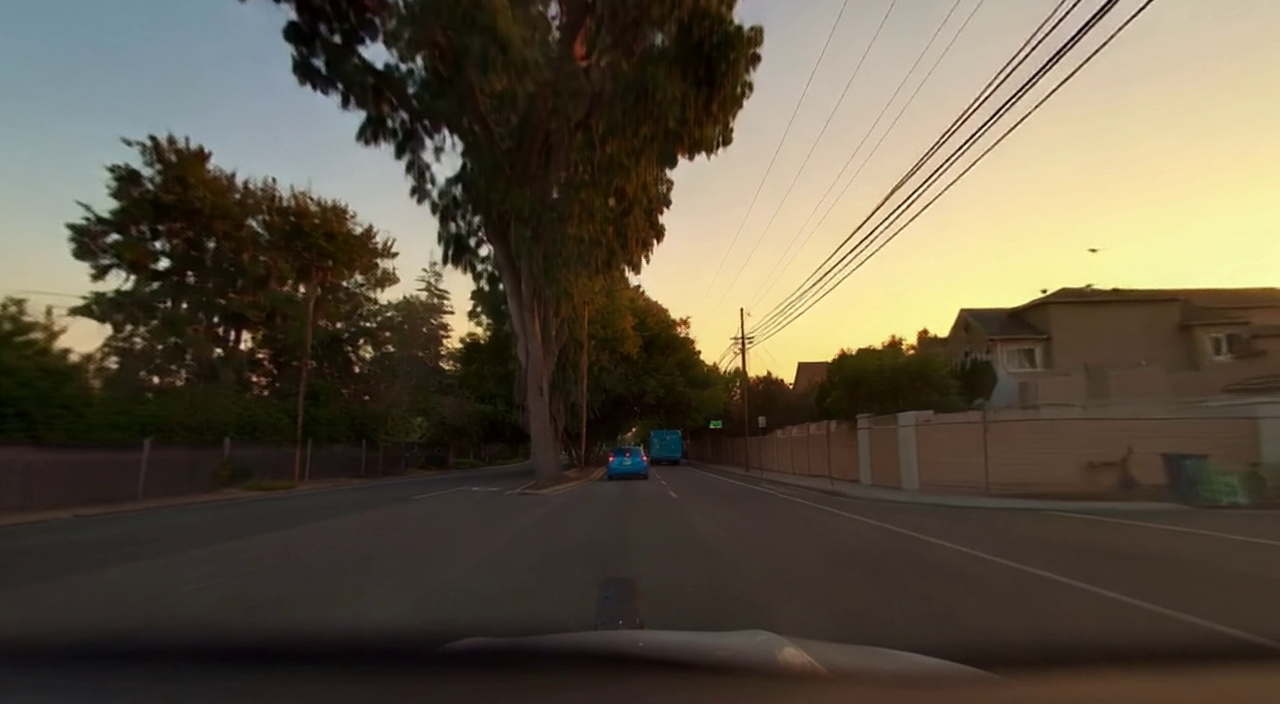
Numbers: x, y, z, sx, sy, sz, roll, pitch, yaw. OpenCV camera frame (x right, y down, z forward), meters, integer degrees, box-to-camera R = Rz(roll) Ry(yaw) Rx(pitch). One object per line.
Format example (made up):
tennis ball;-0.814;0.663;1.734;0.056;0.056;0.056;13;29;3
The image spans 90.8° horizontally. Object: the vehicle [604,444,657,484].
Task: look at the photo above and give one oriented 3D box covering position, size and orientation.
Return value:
vehicle;-0.401;4.574;26.239;2.018;1.511;3.993;0;-8;-1
